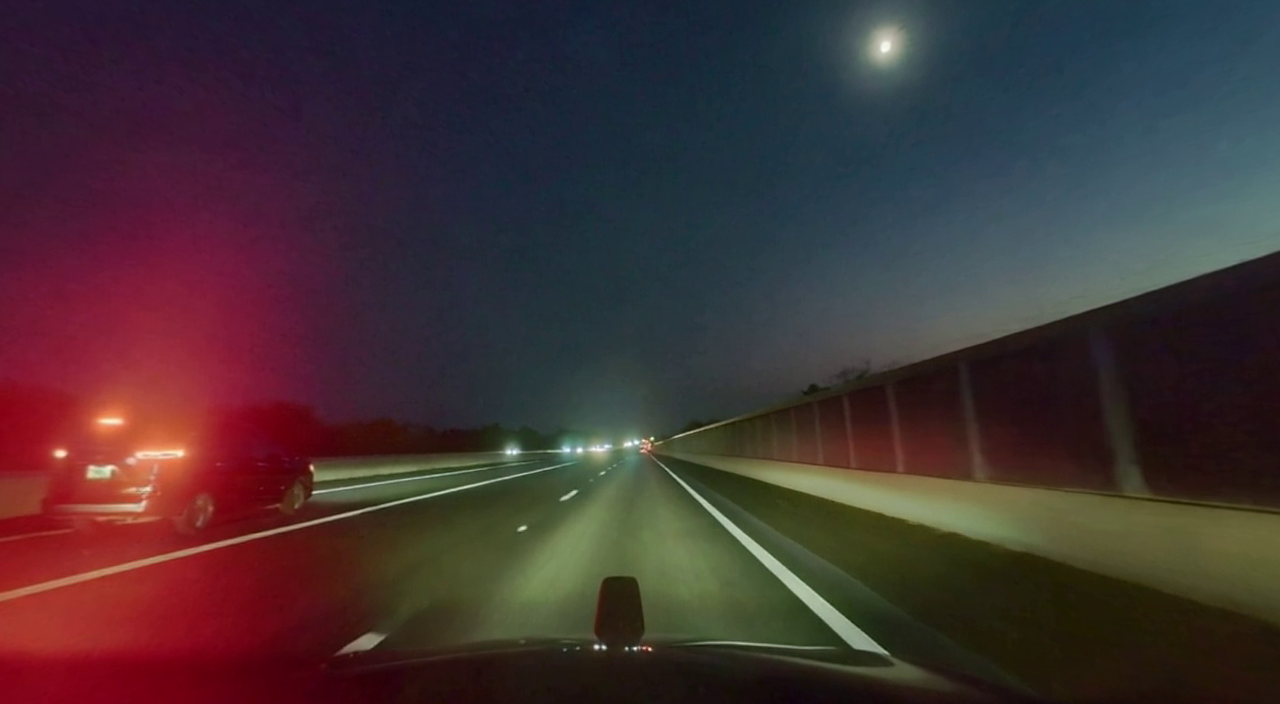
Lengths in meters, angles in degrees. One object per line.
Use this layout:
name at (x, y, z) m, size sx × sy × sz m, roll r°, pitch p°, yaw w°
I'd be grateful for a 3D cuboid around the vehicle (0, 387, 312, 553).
vehicle at (-7.666, 1.755, 9.990) m, size 2.163 × 1.947 × 4.959 m, roll 0°, pitch -9°, yaw 0°
